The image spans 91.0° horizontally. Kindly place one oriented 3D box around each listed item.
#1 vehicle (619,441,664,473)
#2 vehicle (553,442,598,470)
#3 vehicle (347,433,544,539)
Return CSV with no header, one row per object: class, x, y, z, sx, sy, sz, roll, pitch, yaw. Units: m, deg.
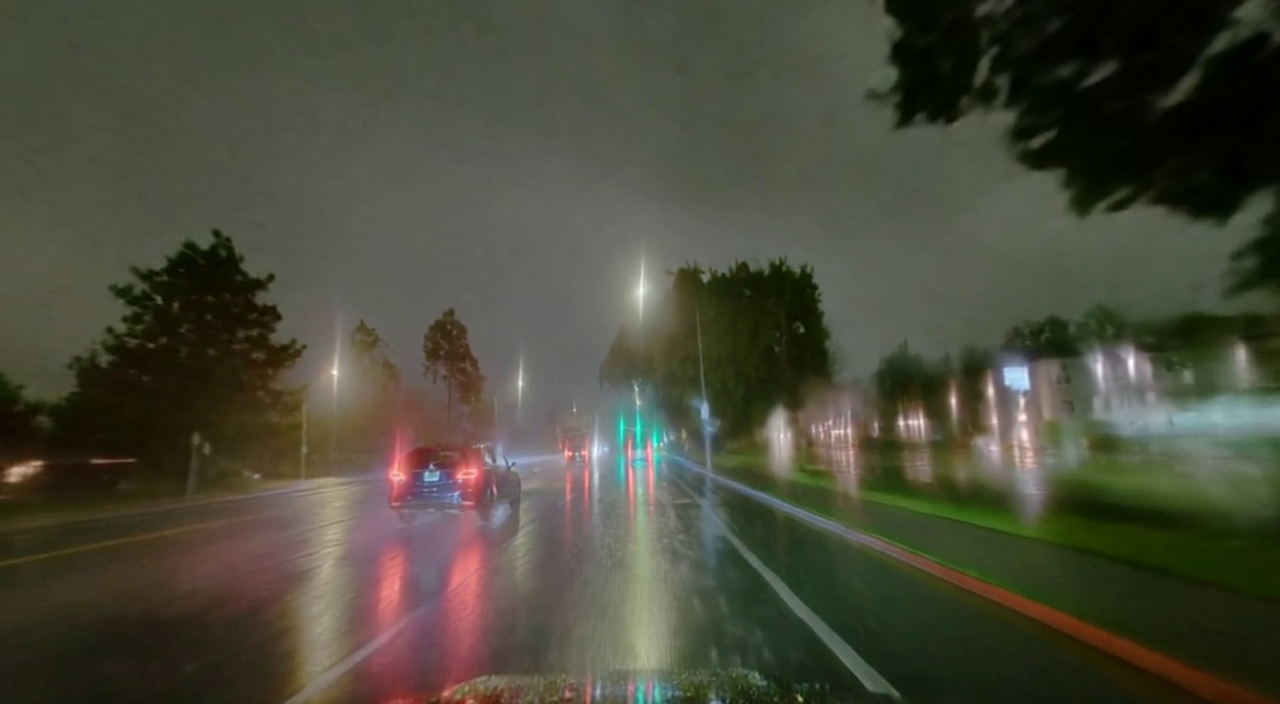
vehicle,0.052,5.096,30.723,2.065,1.456,4.099,0,-9,0
vehicle,-3.617,5.886,35.831,2.114,1.500,3.912,0,-9,0
vehicle,-3.079,2.226,11.114,2.030,1.467,4.403,0,-9,1
